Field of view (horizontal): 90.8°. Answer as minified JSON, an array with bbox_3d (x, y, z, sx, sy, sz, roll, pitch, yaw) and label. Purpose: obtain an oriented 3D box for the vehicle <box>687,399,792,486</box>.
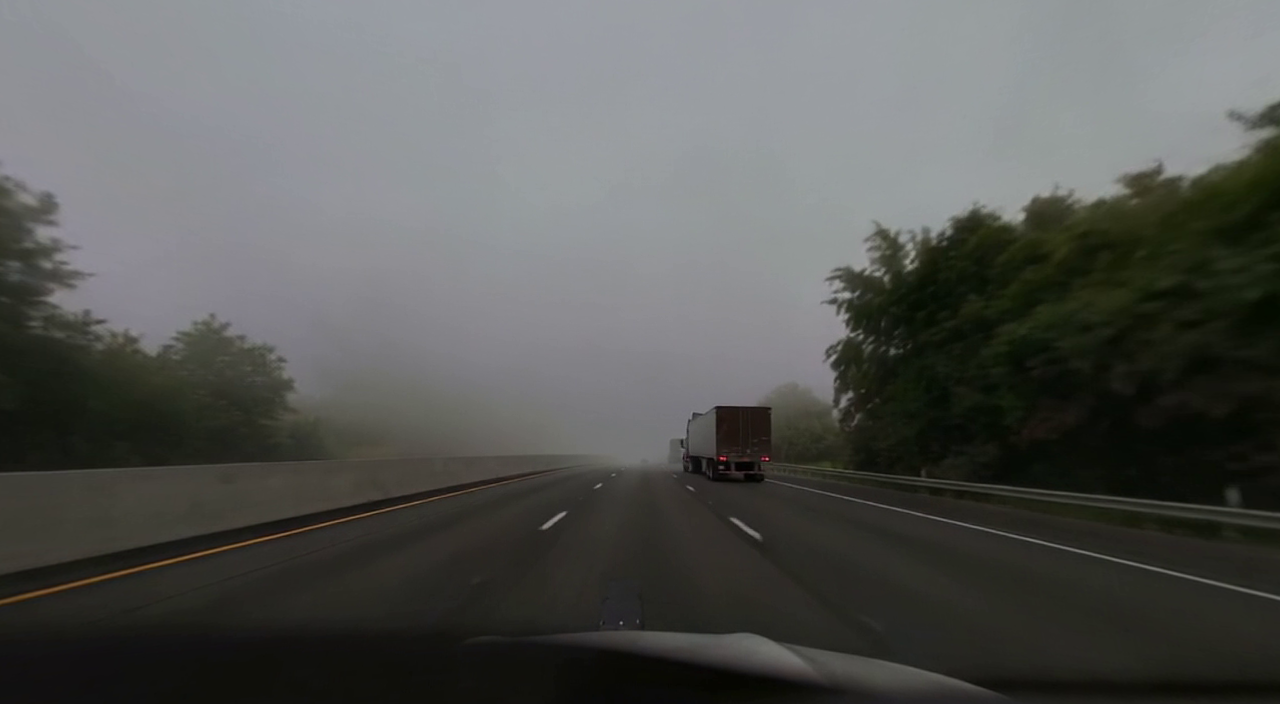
[{"bbox_3d":[4.503,4.714,32.273,2.868,3.427,14.032,0,-9,-1],"label":"vehicle"}]
